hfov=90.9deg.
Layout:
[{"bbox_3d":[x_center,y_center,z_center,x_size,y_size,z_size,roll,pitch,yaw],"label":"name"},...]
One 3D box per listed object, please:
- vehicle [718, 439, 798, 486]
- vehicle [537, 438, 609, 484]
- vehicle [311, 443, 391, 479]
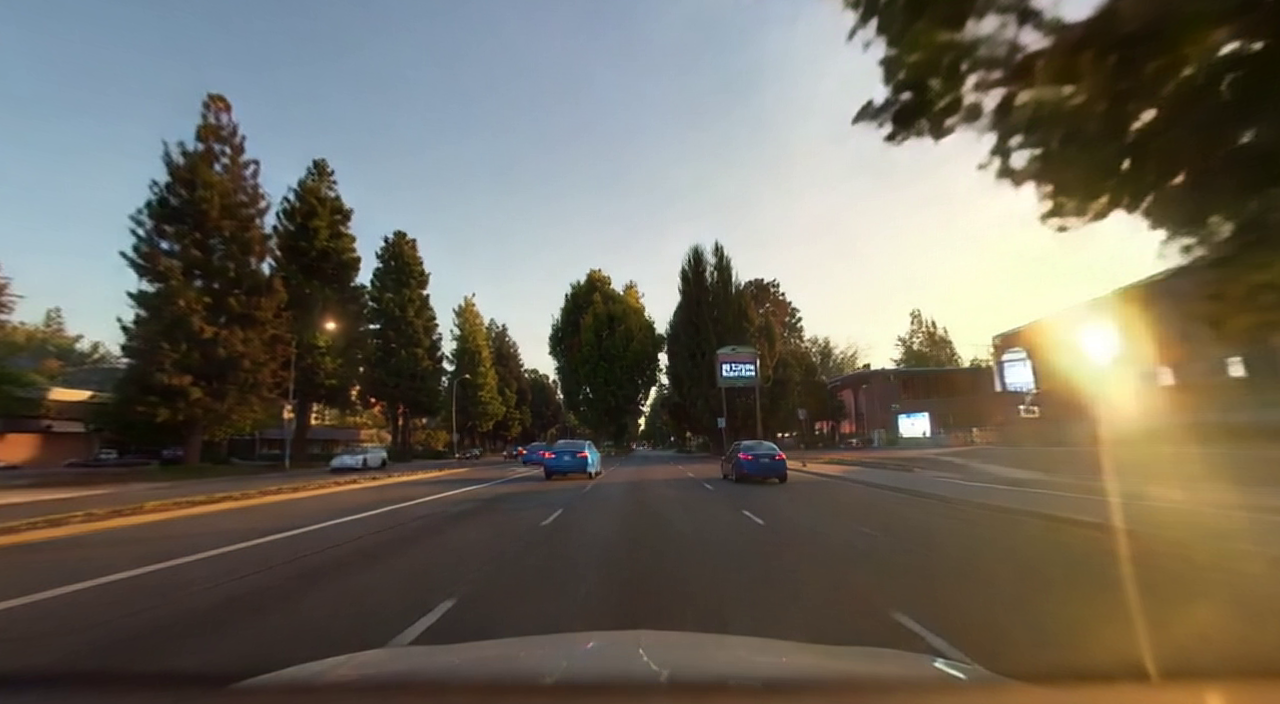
[{"bbox_3d":[4.075,3.888,22.537,1.977,1.474,4.399,0,-8,-1],"label":"vehicle"},{"bbox_3d":[-2.347,3.958,23.211,2.001,1.504,4.212,-1,-8,3],"label":"vehicle"},{"bbox_3d":[-15.223,5.741,33.485,2.052,1.729,4.598,0,-8,0],"label":"vehicle"}]
